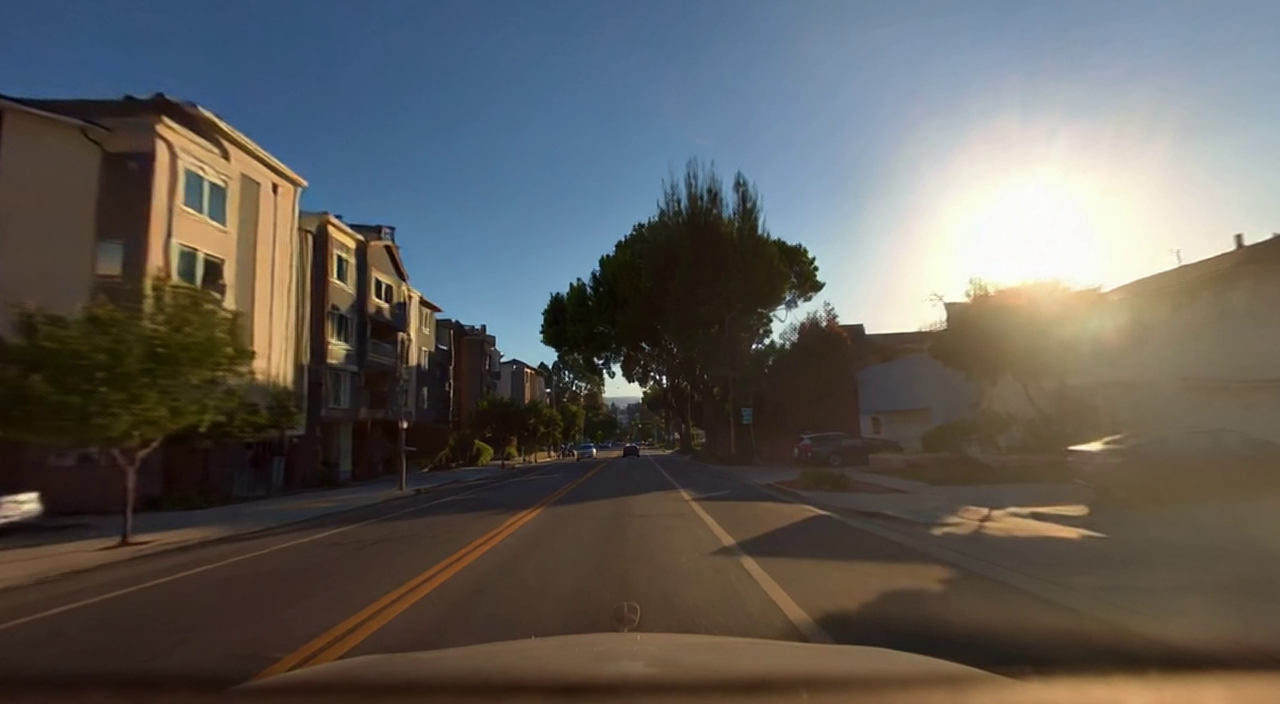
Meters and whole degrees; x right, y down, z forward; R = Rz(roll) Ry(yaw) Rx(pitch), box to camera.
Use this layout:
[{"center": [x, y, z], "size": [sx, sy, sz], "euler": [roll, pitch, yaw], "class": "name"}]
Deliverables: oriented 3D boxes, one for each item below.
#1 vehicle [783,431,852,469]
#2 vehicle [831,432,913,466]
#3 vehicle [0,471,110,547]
[{"center": [9.109, 5.068, 32.846], "size": [2.121, 1.785, 4.693], "euler": [0, -9, -1], "class": "vehicle"}, {"center": [11.867, 5.029, 32.716], "size": [2.181, 1.530, 4.867], "euler": [-2, -8, -3], "class": "vehicle"}, {"center": [-15.362, 3.696, 14.846], "size": [2.124, 1.538, 4.237], "euler": [-1, -8, 0], "class": "vehicle"}]
